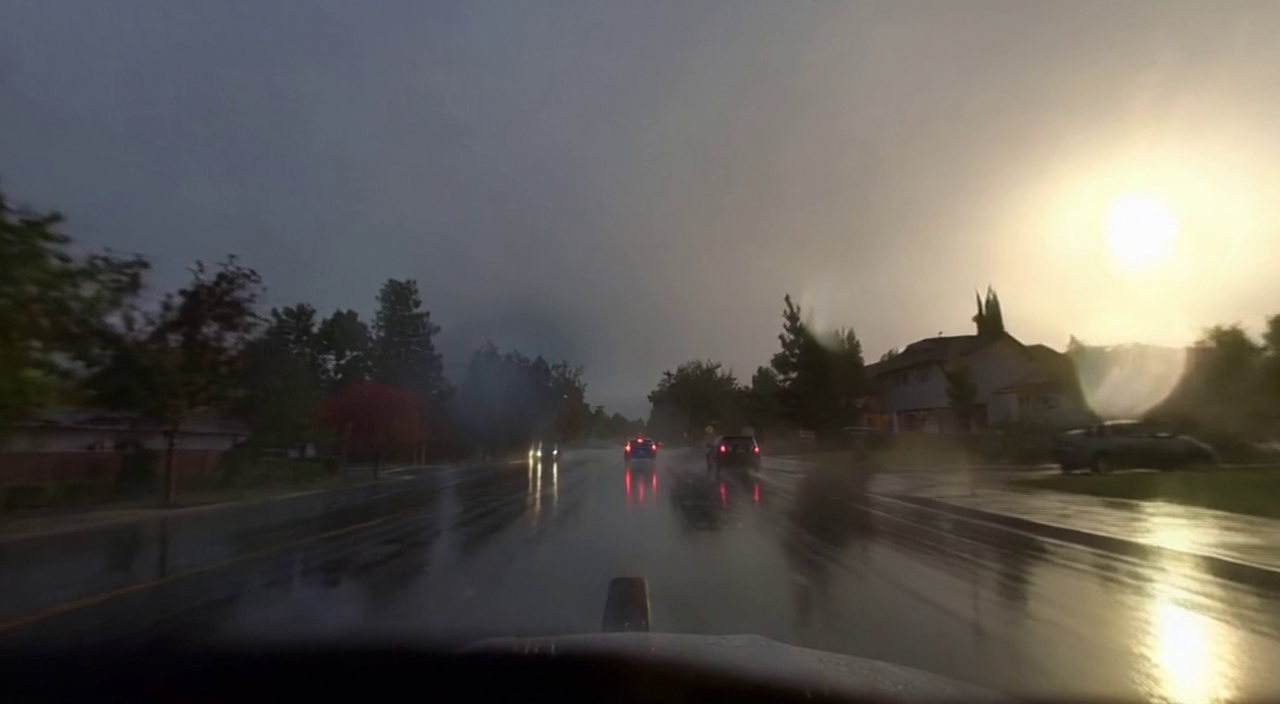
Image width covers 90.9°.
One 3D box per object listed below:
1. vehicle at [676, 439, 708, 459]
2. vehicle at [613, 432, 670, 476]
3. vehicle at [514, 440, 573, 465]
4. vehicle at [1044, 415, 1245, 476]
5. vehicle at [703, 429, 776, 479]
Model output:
[{"bbox_3d":[3.934,7.409,48.324,2.099,1.463,4.130,0,-8,0],"label":"vehicle"},{"bbox_3d":[0.077,4.242,26.398,2.200,1.653,4.127,0,-8,1],"label":"vehicle"},{"bbox_3d":[-7.024,7.280,45.599,4.296,1.611,1.942,-10,-13,40],"label":"vehicle"},{"bbox_3d":[15.346,2.862,19.392,4.378,1.754,2.007,0,-8,0],"label":"vehicle"},{"bbox_3d":[3.654,3.858,23.989,2.024,1.711,4.512,0,-8,0],"label":"vehicle"}]
